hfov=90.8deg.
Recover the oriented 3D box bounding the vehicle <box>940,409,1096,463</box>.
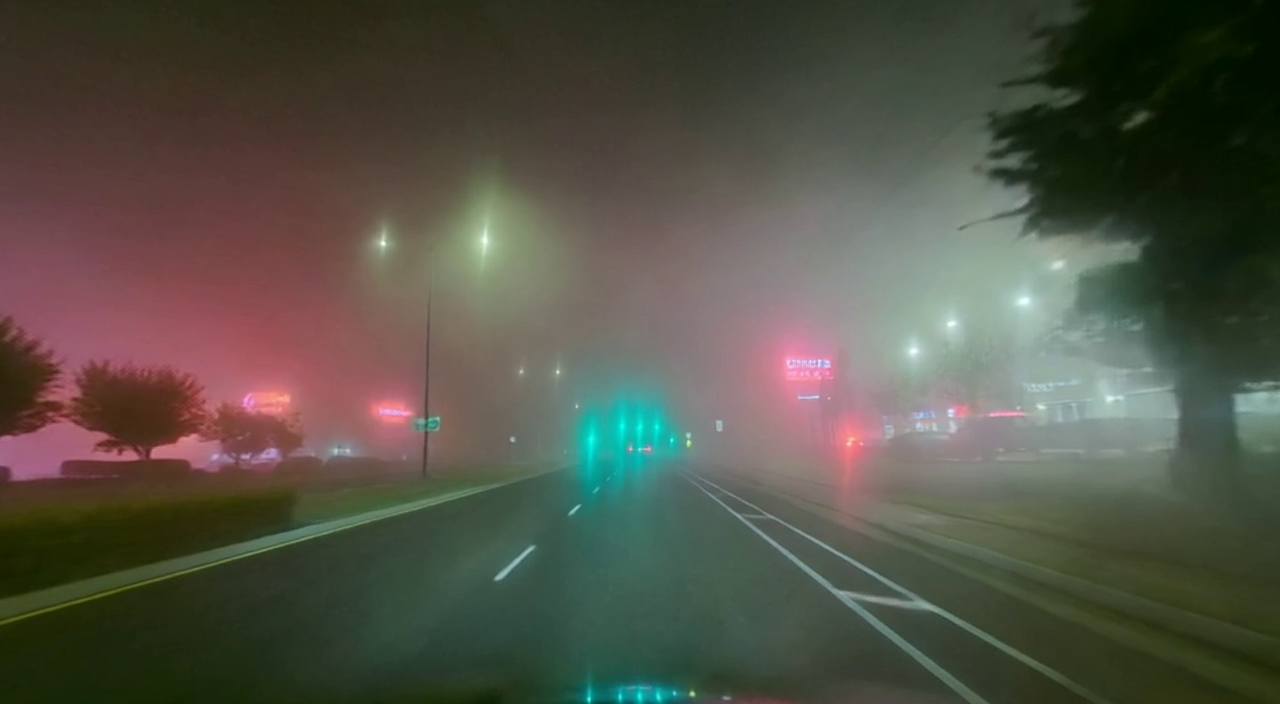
[{"bbox_3d":[13.988,3.140,23.580,4.514,1.929,1.991,0,-8,-4],"label":"vehicle"}]
